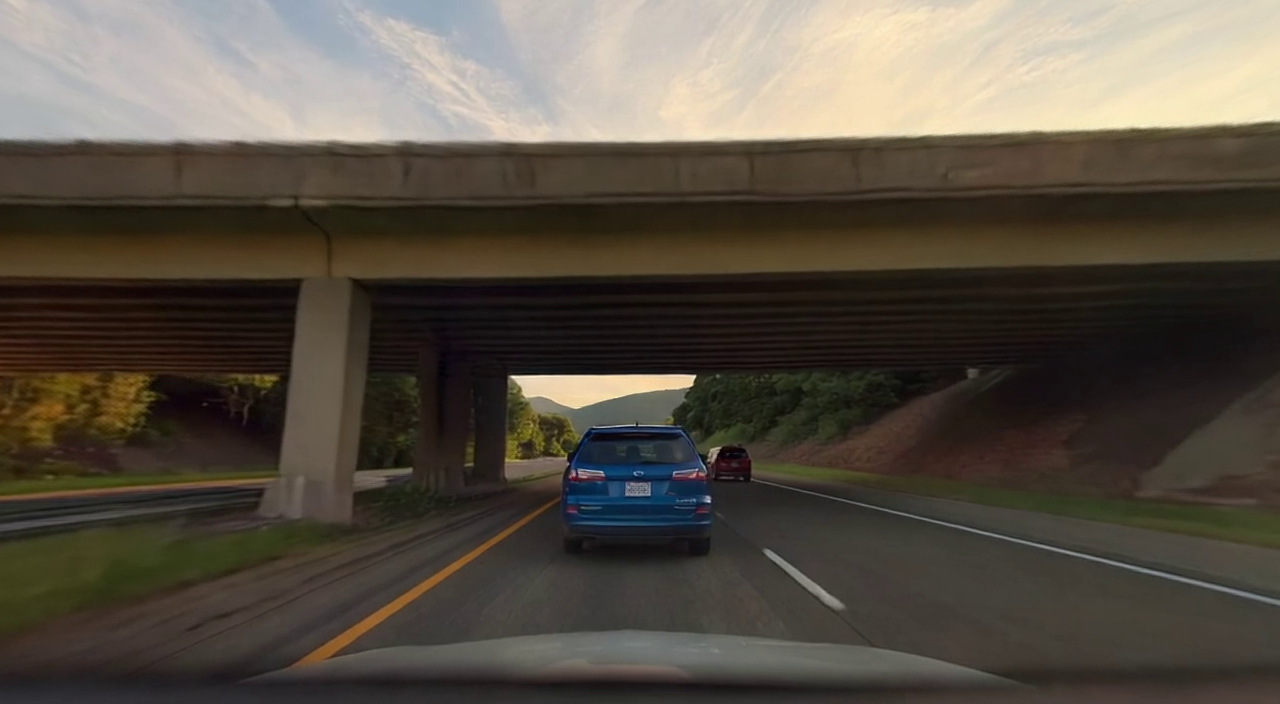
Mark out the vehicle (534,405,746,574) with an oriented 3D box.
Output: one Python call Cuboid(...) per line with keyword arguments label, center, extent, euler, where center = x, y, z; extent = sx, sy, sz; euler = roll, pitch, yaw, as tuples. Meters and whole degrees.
Cuboid(label="vehicle", center=(0.005, 1.809, 8.943), extent=(2.288, 1.823, 4.059), euler=(0, -9, 0))
